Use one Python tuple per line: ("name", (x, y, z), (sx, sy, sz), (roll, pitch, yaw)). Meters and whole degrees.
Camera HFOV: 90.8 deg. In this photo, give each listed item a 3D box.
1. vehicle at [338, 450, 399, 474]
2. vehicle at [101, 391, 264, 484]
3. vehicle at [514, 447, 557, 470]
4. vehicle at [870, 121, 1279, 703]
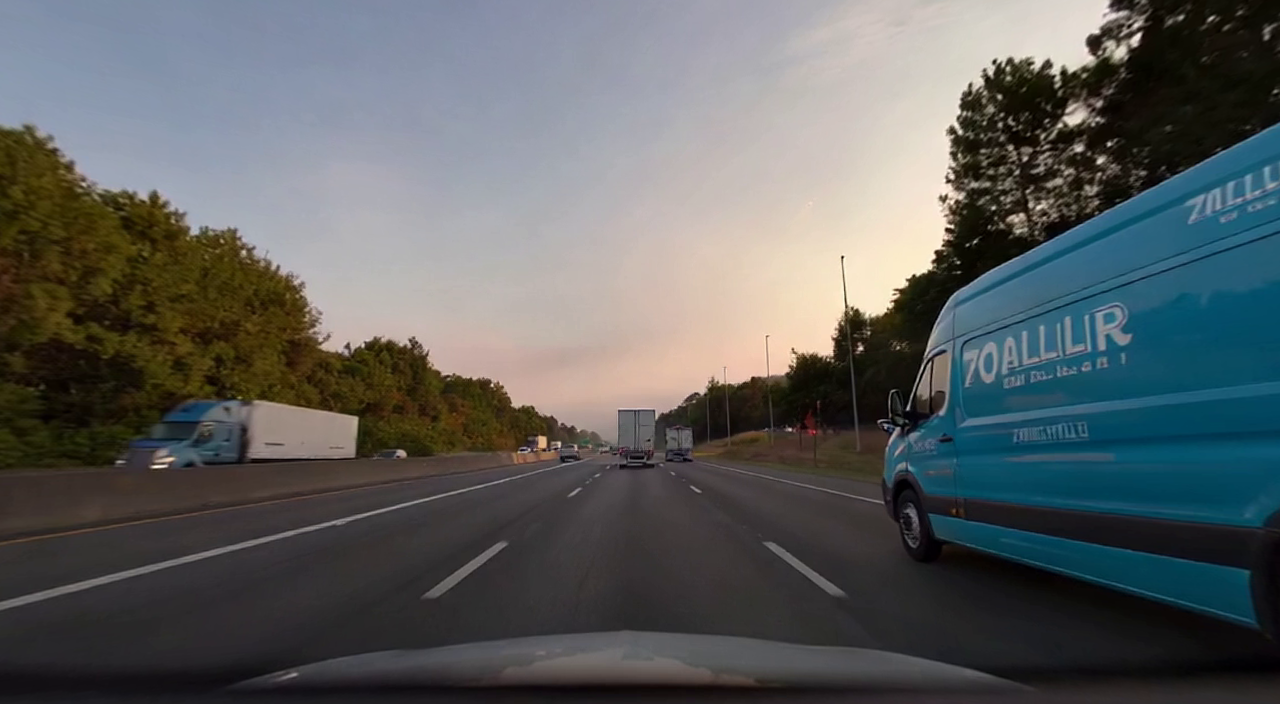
("vehicle", (-17.403, 7.020, 40.629), (1.945, 1.440, 4.397), (0, -9, 0))
("vehicle", (-21.063, 4.048, 29.588), (2.997, 3.912, 5.928), (0, -9, 0))
("vehicle", (-6.999, 7.187, 42.724), (2.069, 1.495, 4.698), (0, -9, 0))
("vehicle", (3.845, 0.598, 4.052), (2.338, 2.690, 6.025), (0, -9, -1))
